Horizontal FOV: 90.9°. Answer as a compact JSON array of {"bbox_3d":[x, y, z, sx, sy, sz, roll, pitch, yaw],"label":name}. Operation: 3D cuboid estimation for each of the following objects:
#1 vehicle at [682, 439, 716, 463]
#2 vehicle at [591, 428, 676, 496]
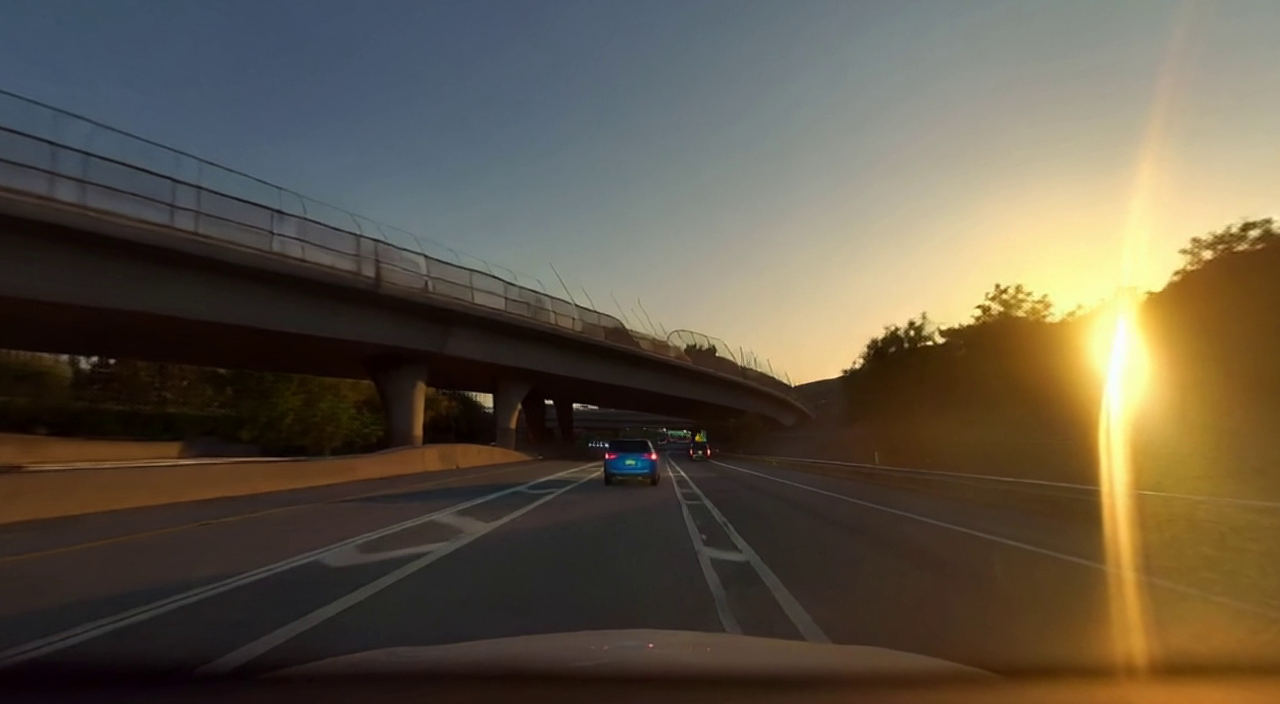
[{"bbox_3d":[4.186,7.149,45.437,2.073,1.621,3.993,0,-8,0],"label":"vehicle"},{"bbox_3d":[-0.096,3.101,18.119,2.143,1.693,4.513,-1,-8,2],"label":"vehicle"}]
